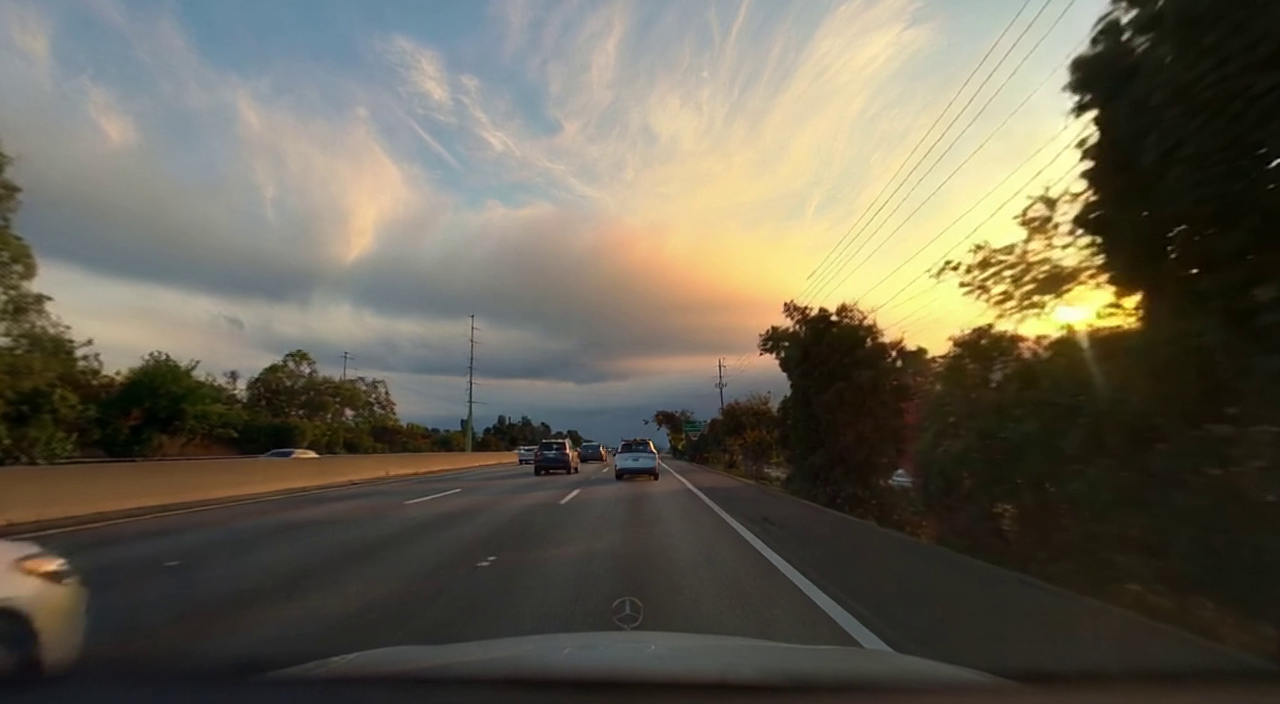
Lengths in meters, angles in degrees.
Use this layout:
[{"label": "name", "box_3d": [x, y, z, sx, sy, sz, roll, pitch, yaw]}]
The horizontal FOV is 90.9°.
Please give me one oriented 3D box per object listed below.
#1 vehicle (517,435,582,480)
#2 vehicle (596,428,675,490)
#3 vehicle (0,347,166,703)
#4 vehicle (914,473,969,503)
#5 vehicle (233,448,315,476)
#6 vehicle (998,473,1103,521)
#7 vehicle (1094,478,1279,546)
[{"label": "vehicle", "box_3d": [-3.793, 4.501, 27.271, 2.104, 1.754, 4.515, 0, -8, 1]}, {"label": "vehicle", "box_3d": [-0.149, 3.487, 20.854, 2.319, 1.813, 4.274, 0, -8, 0]}, {"label": "vehicle", "box_3d": [-3.414, 0.608, 0.855, 2.117, 1.665, 4.365, 0, -8, 0]}, {"label": "vehicle", "box_3d": [19.897, 8.976, 41.809, 1.832, 1.624, 4.158, -1, -8, 4]}, {"label": "vehicle", "box_3d": [-20.755, 6.214, 36.041, 1.886, 1.465, 4.632, 0, -8, 1]}, {"label": "vehicle", "box_3d": [18.548, 6.535, 28.787, 1.965, 1.761, 4.363, 0, -8, 3]}, {"label": "vehicle", "box_3d": [17.841, 5.104, 20.608, 2.393, 1.795, 4.877, -3, -11, 2]}]
